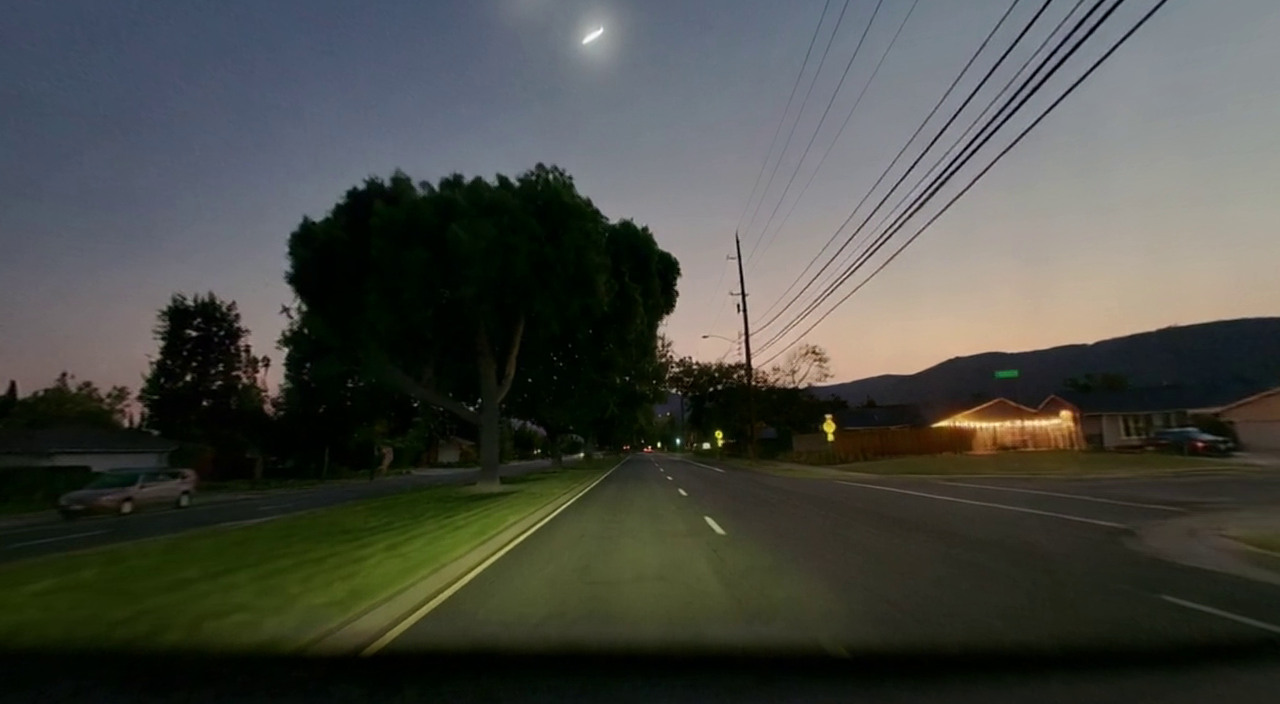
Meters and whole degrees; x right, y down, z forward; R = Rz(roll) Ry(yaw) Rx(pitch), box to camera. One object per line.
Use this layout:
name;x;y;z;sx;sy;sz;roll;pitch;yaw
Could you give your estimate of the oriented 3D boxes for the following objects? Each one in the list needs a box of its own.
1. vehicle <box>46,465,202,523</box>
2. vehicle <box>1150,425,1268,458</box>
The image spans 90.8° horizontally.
vehicle;-18.958;5.194;23.555;1.955;1.584;4.664;-6;-9;0
vehicle;30.305;4.780;33.747;4.300;1.684;1.904;-1;-8;3
